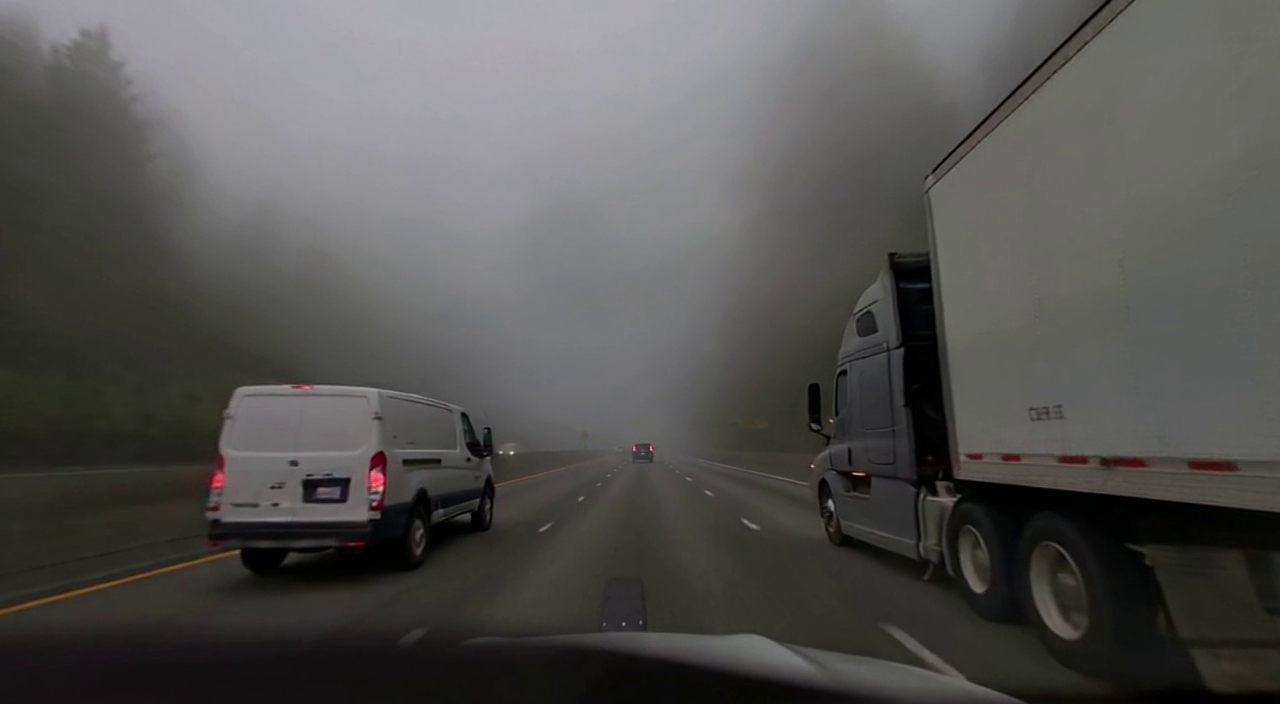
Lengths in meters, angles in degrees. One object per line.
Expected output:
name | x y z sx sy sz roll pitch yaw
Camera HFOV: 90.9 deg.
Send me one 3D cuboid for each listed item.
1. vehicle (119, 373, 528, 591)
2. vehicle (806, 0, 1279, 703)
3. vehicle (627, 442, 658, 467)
vehicle | -3.324 1.593 8.571 2.572 1.927 5.803 0 -9 0
vehicle | 4.199 0.286 6.436 3.007 3.949 7.005 0 -9 0
vehicle | 0.158 7.281 44.933 2.067 1.690 3.901 0 -9 0
